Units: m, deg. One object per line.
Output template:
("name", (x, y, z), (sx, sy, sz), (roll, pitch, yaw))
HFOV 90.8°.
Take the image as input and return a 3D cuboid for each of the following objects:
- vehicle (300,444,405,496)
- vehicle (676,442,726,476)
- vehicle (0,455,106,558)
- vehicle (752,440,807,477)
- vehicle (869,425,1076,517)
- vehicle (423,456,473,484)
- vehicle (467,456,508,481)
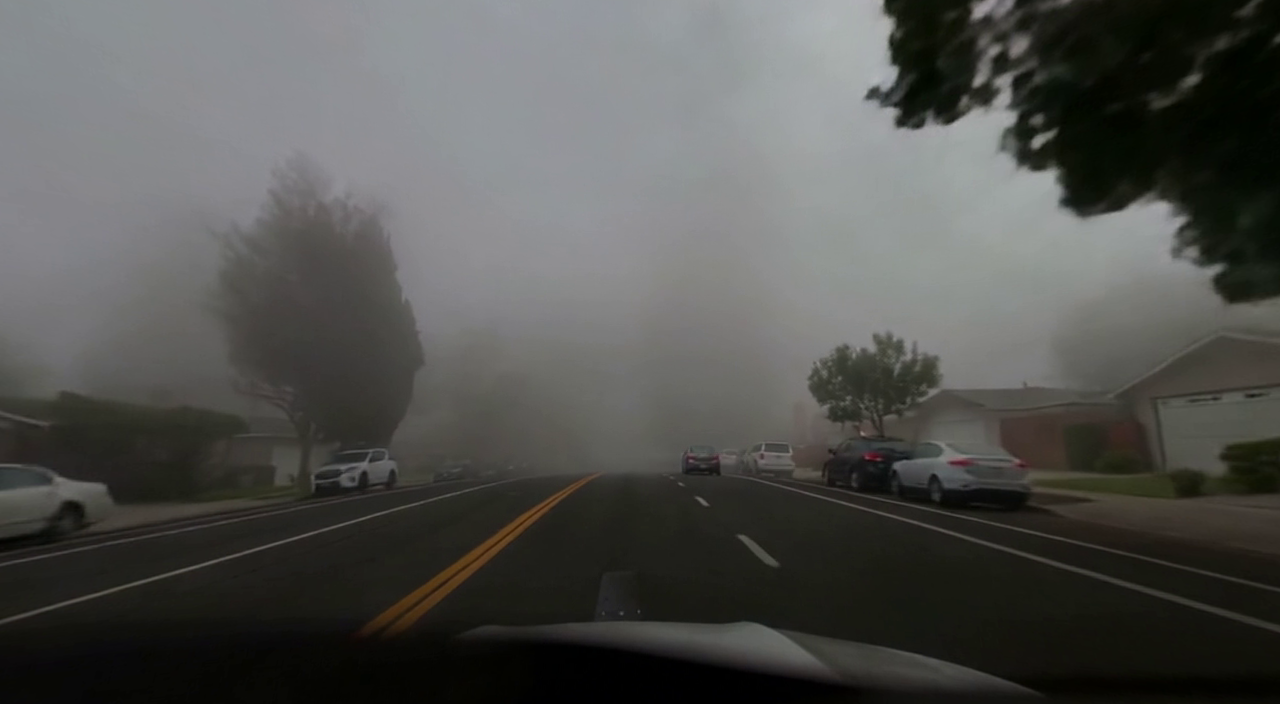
("vehicle", (-11.600, 4.741, 25.903), (2.181, 1.920, 4.570), (0, -8, -1))
("vehicle", (3.052, 5.461, 32.504), (1.951, 1.620, 4.582), (0, -8, -2))
("vehicle", (-11.536, 2.535, 10.123), (1.953, 1.649, 4.648), (0, -8, -2))
("vehicle", (7.514, 5.786, 34.576), (1.873, 1.867, 4.673), (0, -8, -1))
("vehicle", (7.484, 2.715, 15.030), (2.071, 1.793, 5.072), (0, -8, -1))
("vehicle", (-11.774, 7.238, 39.037), (1.809, 1.476, 4.423), (0, -8, -2))
("vehicle", (-11.805, 9.013, 49.100), (1.888, 1.668, 5.052), (0, -8, 0))
